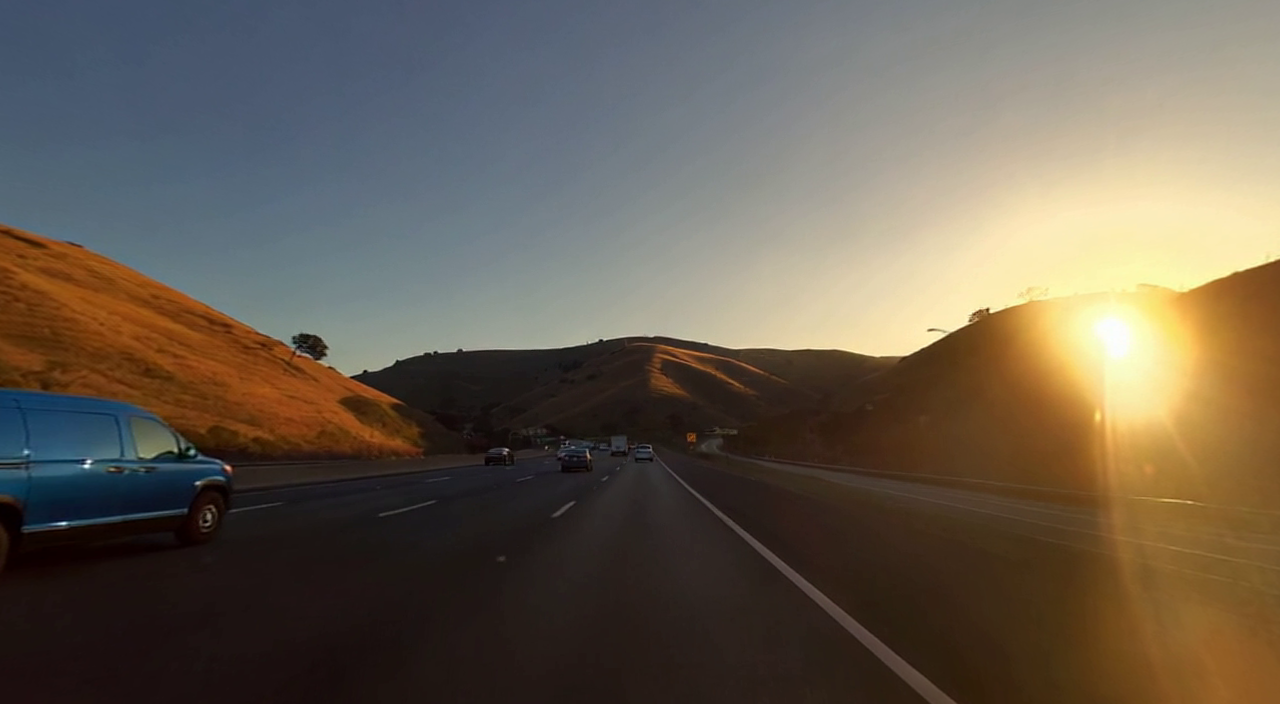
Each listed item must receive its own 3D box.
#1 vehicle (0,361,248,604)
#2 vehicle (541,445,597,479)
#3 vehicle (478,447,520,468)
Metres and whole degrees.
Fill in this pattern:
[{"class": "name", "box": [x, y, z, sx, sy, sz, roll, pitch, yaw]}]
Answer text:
[{"class": "vehicle", "box": [-6.904, 1.256, 6.169, 2.437, 2.135, 5.643, 0, -9, 1]}, {"class": "vehicle", "box": [-3.354, 5.318, 30.693, 2.080, 1.505, 4.649, 0, -9, 1]}, {"class": "vehicle", "box": [-10.528, 7.914, 47.328, 1.945, 1.466, 4.947, 0, -9, 1]}]
